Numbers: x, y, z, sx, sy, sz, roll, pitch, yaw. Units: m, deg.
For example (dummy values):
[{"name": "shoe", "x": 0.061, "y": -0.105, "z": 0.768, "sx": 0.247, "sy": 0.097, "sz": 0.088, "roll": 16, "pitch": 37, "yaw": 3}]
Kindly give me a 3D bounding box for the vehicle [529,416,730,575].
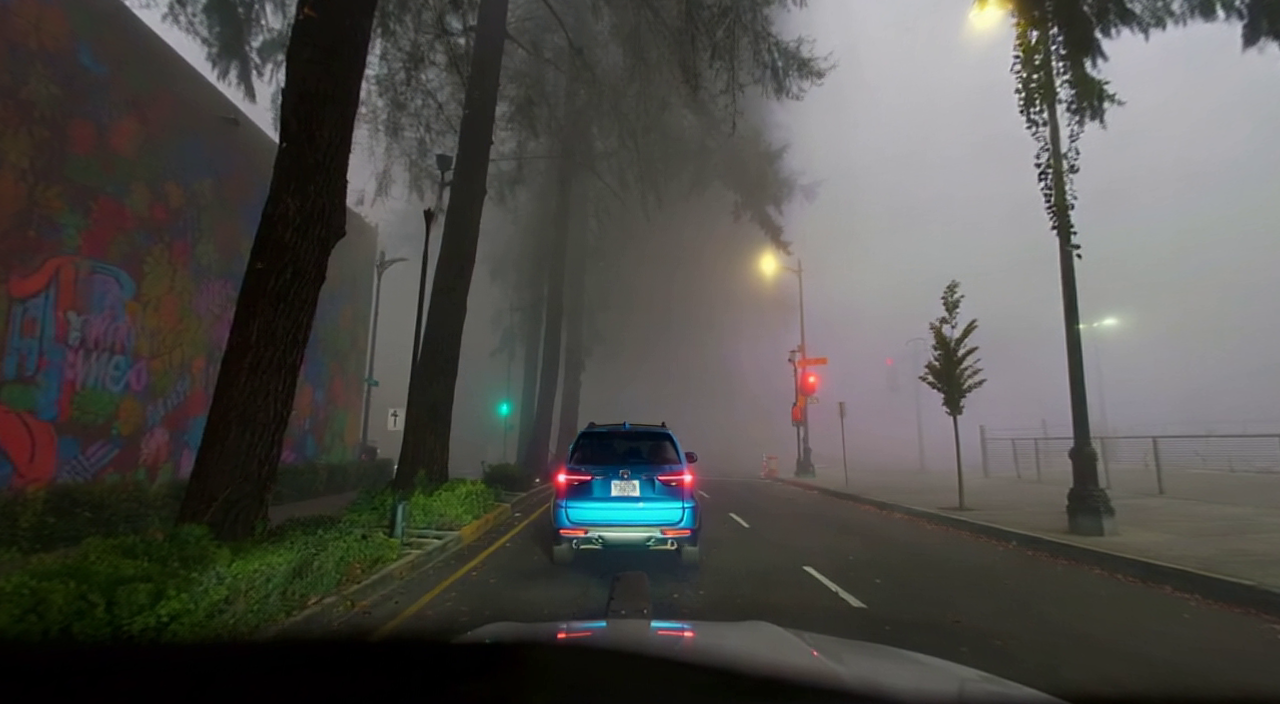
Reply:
[{"name": "vehicle", "x": -0.134, "y": 1.775, "z": 8.544, "sx": 2.079, "sy": 1.621, "sz": 3.861, "roll": 0, "pitch": -8, "yaw": -1}]
